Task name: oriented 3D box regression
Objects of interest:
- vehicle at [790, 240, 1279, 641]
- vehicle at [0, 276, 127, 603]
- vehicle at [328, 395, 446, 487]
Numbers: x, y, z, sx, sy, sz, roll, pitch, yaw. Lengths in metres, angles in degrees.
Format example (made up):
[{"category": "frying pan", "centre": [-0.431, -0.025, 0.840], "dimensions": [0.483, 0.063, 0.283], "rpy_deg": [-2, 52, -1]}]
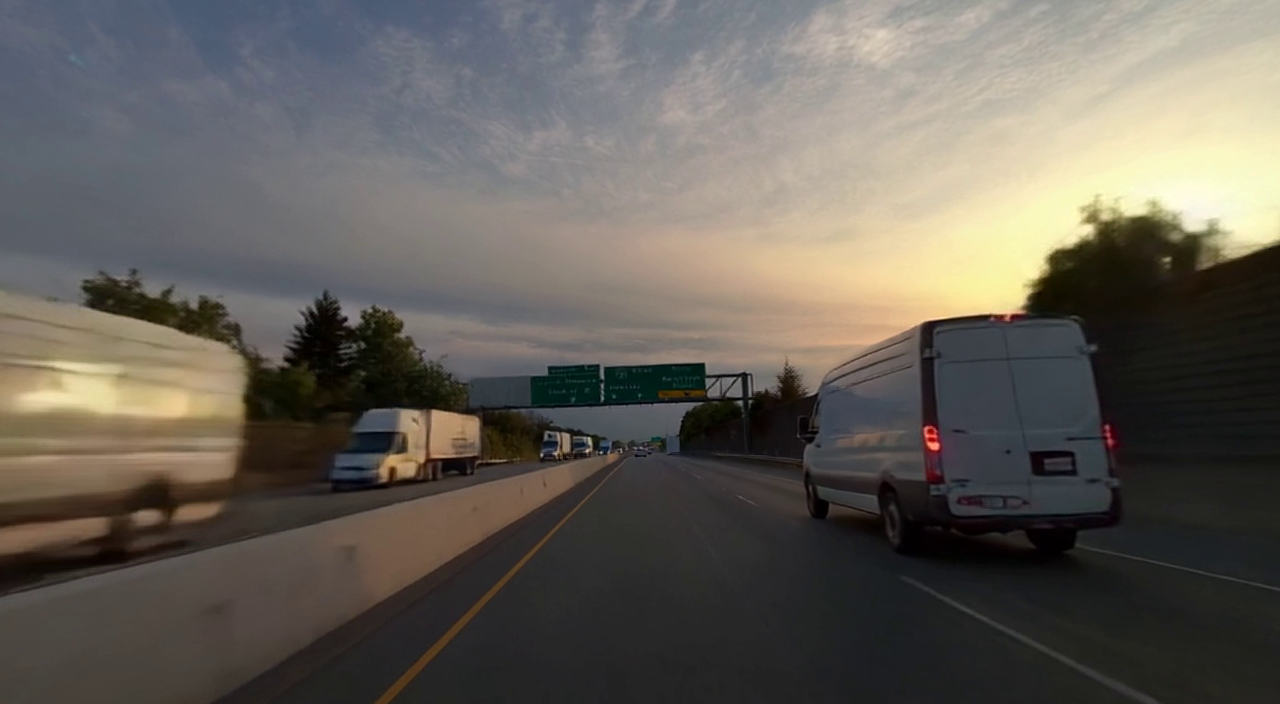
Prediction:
[{"category": "vehicle", "centre": [4.053, 1.076, 7.823], "dimensions": [2.449, 2.805, 6.763], "rpy_deg": [0, -9, -2]}, {"category": "vehicle", "centre": [-8.463, 0.656, 4.864], "dimensions": [2.965, 3.546, 7.119], "rpy_deg": [-1, -9, -2]}, {"category": "vehicle", "centre": [-12.600, 4.588, 32.183], "dimensions": [3.164, 4.219, 6.685], "rpy_deg": [0, -9, 0]}]
